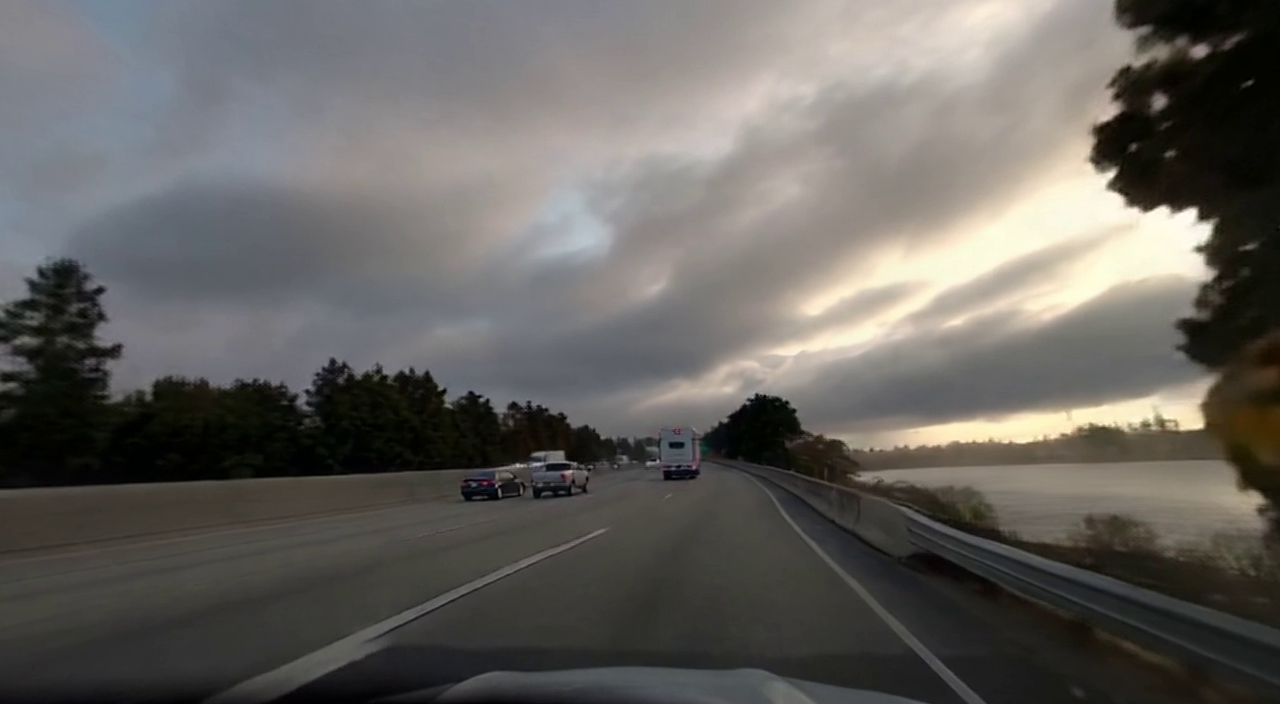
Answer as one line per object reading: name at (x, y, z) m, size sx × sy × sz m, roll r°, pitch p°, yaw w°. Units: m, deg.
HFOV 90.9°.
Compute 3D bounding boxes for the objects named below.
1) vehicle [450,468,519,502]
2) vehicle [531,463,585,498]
vehicle at (-7.746, 6.662, 31.866) m, size 1.872 × 1.536 × 4.134 m, roll -1°, pitch -10°, yaw 9°
vehicle at (-3.930, 6.227, 30.686) m, size 1.778 × 1.560 × 3.030 m, roll -1°, pitch -10°, yaw 9°
